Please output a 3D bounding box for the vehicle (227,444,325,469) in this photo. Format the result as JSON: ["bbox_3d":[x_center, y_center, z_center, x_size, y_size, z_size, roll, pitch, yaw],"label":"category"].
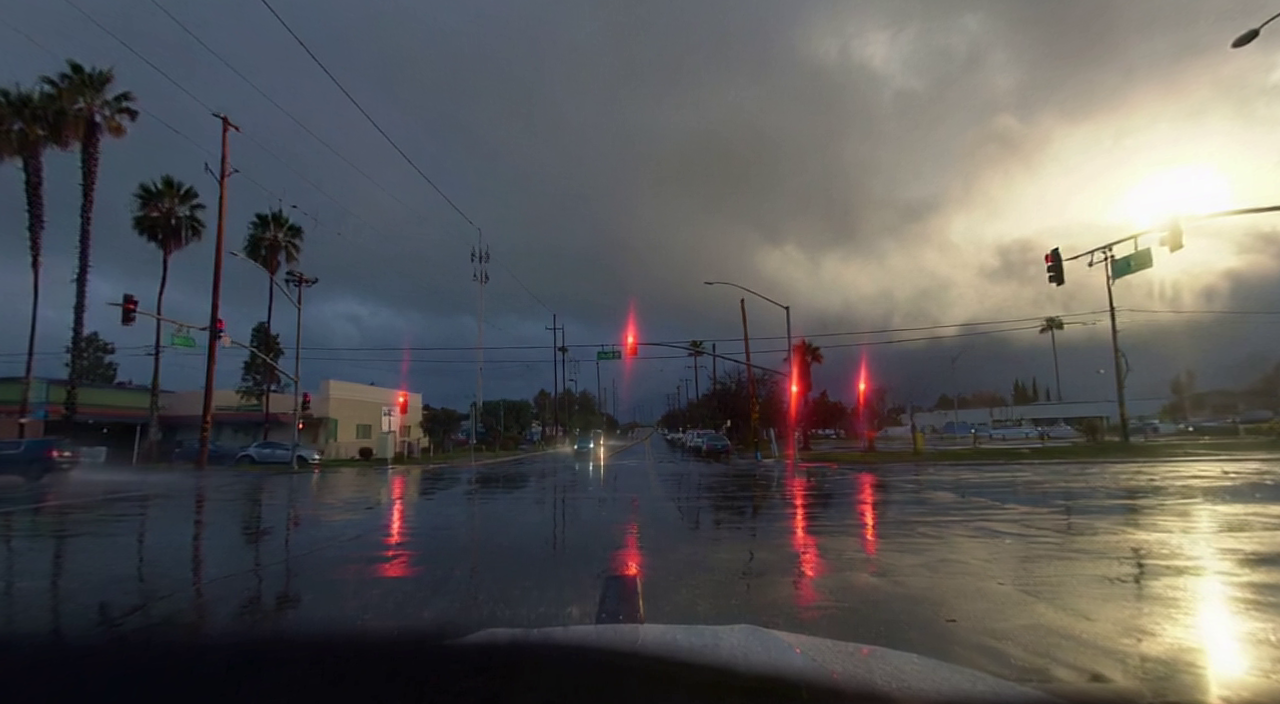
[{"bbox_3d":[-22.315,6.414,38.836,4.849,1.444,1.881,0,-8,1],"label":"vehicle"}]

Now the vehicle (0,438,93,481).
[{"bbox_3d":[-28.279,4.850,28.641,4.837,1.819,2.041,1,-9,-4],"label":"vehicle"}]

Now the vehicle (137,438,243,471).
[{"bbox_3d":[-25.903,5.911,36.465,4.613,1.820,2.021,-1,-9,3],"label":"vehicle"}]

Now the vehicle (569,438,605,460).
[{"bbox_3d":[-3.709,6.961,45.293,2.223,1.490,5.094,0,-8,-1],"label":"vehicle"}]

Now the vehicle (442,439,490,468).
[{"bbox_3d":[-11.979,6.989,43.726,2.016,1.717,4.287,-2,-7,1],"label":"vehicle"}]
